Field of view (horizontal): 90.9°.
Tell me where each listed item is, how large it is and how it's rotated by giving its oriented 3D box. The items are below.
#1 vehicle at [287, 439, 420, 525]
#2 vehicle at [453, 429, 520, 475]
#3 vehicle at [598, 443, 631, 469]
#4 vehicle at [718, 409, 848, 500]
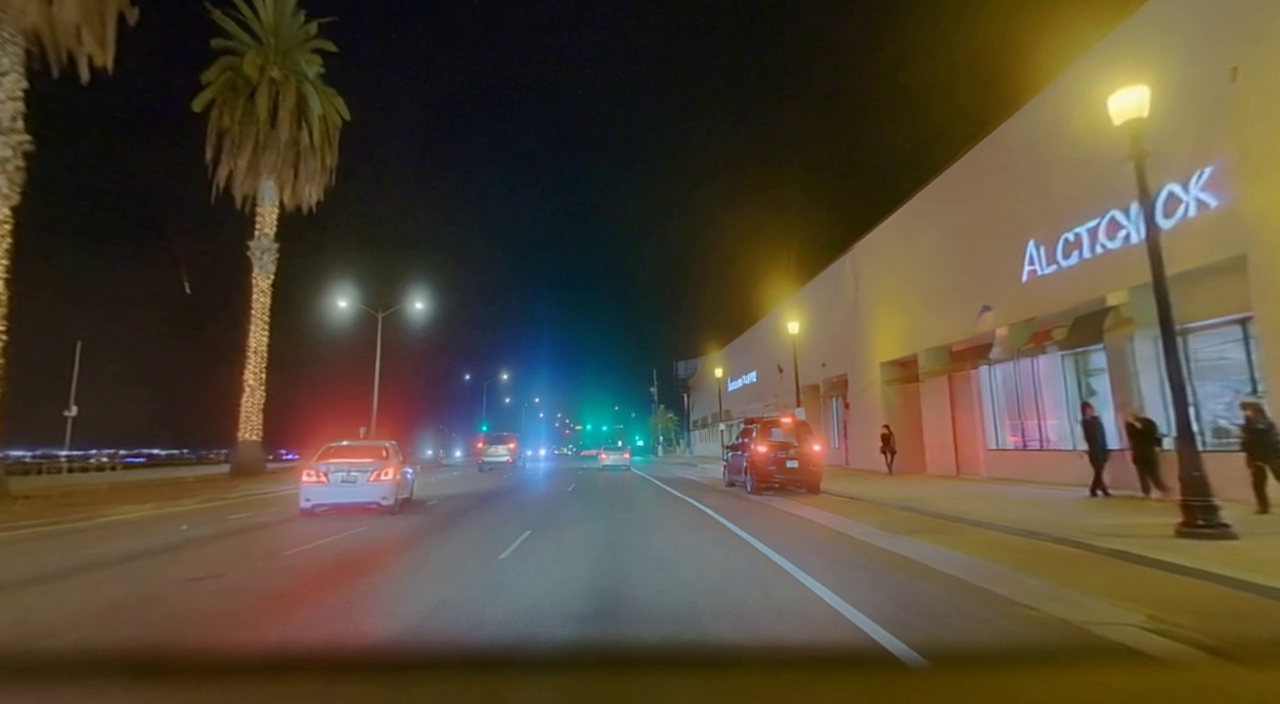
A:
[{"bbox_3d":[-5.905,2.659,13.573,1.930,1.477,4.657,2,-9,-17],"label":"vehicle"},{"bbox_3d":[-7.342,4.852,30.762,2.164,2.047,5.455,0,-9,-3],"label":"vehicle"},{"bbox_3d":[-1.662,6.522,39.696,1.972,1.473,4.000,0,-9,-4],"label":"vehicle"},{"bbox_3d":[3.751,2.835,17.705,2.126,2.167,5.098,0,-9,-4],"label":"vehicle"}]
